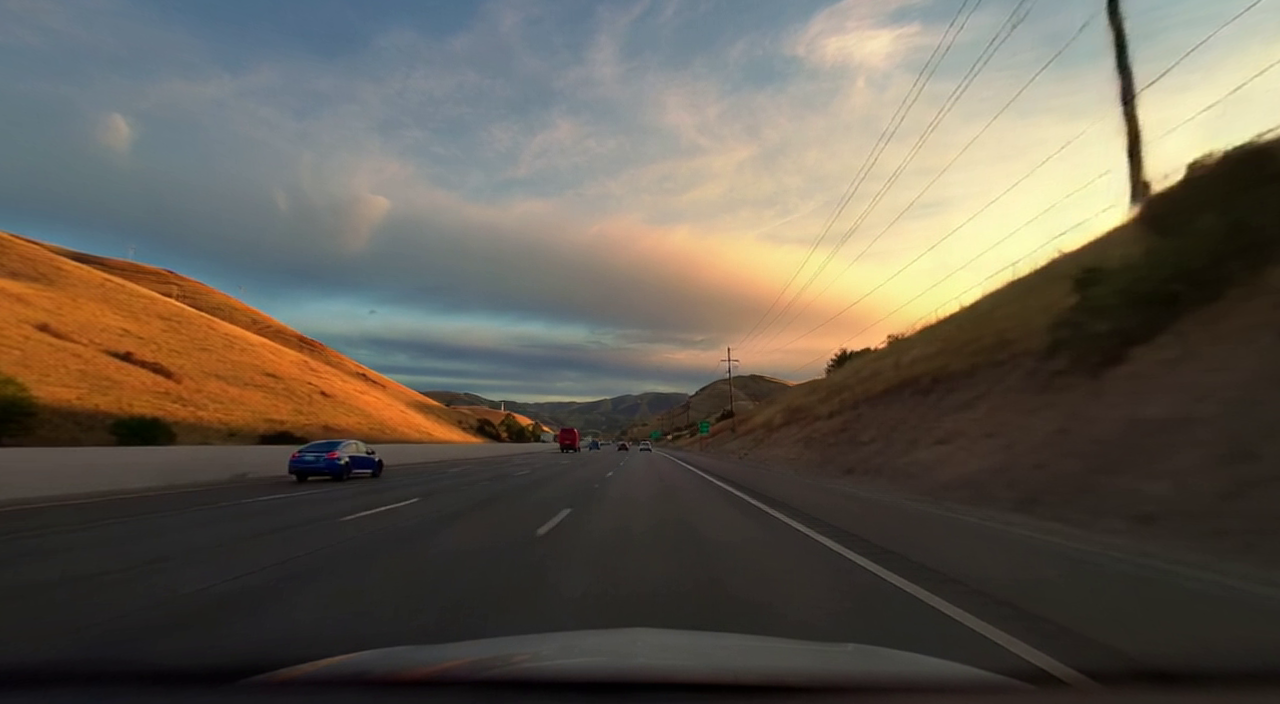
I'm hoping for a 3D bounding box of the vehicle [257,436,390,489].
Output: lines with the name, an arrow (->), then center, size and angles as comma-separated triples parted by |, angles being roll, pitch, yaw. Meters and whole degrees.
vehicle -> -10.420, 3.652, 21.245 | 1.971, 1.558, 4.847 | 0, -8, 0
